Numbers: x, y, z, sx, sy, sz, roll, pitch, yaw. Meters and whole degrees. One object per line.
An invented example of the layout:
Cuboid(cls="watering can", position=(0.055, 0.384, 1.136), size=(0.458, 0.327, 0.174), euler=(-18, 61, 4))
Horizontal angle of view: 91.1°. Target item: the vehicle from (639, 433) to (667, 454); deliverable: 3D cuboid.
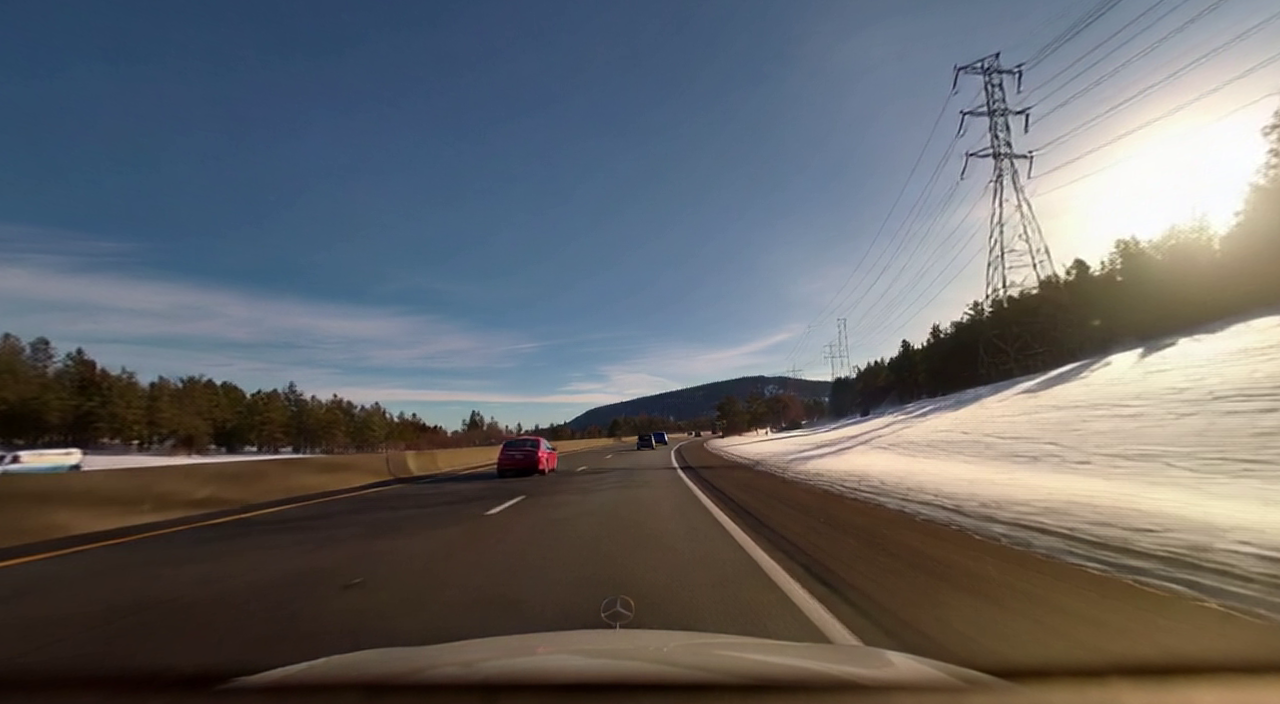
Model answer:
Cuboid(cls="vehicle", position=(1.031, 6.910, 47.480), size=(2.077, 1.523, 4.206), euler=(0, -8, 3))

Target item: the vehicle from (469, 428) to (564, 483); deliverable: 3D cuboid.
Cuboid(cls="vehicle", position=(-3.750, 3.212, 19.891), size=(2.030, 1.522, 4.250), euler=(0, -8, 1))
